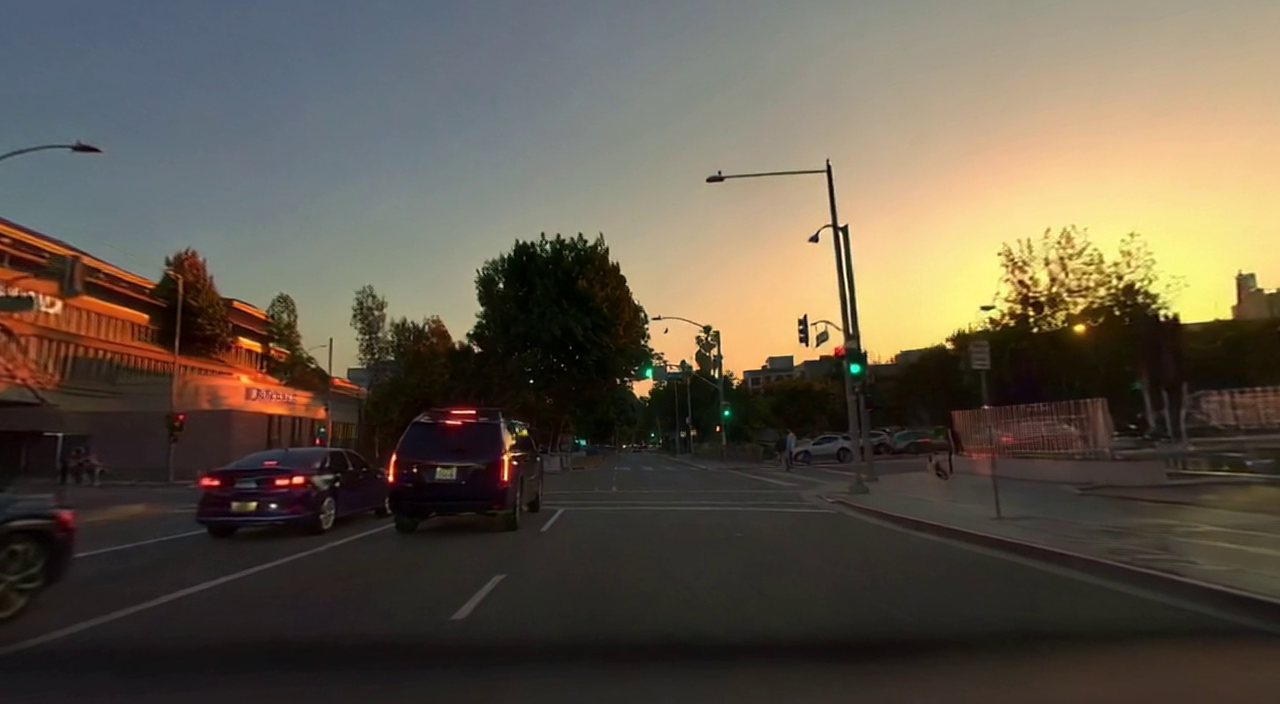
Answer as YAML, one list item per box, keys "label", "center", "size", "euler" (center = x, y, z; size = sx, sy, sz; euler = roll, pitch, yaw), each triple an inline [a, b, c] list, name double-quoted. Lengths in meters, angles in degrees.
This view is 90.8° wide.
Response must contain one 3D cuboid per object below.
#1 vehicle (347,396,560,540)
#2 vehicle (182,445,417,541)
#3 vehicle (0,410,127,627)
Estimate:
- label: "vehicle"
  center: [-3.138, 2.144, 12.293]
  size: [2.496, 2.155, 5.468]
  euler: [0, -8, 0]
- label: "vehicle"
  center: [-6.029, 2.494, 11.980]
  size: [1.982, 1.452, 4.463]
  euler: [0, -8, 0]
- label: "vehicle"
  center: [-6.028, 1.110, 3.682]
  size: [2.228, 1.652, 4.593]
  euler: [0, -8, -1]
